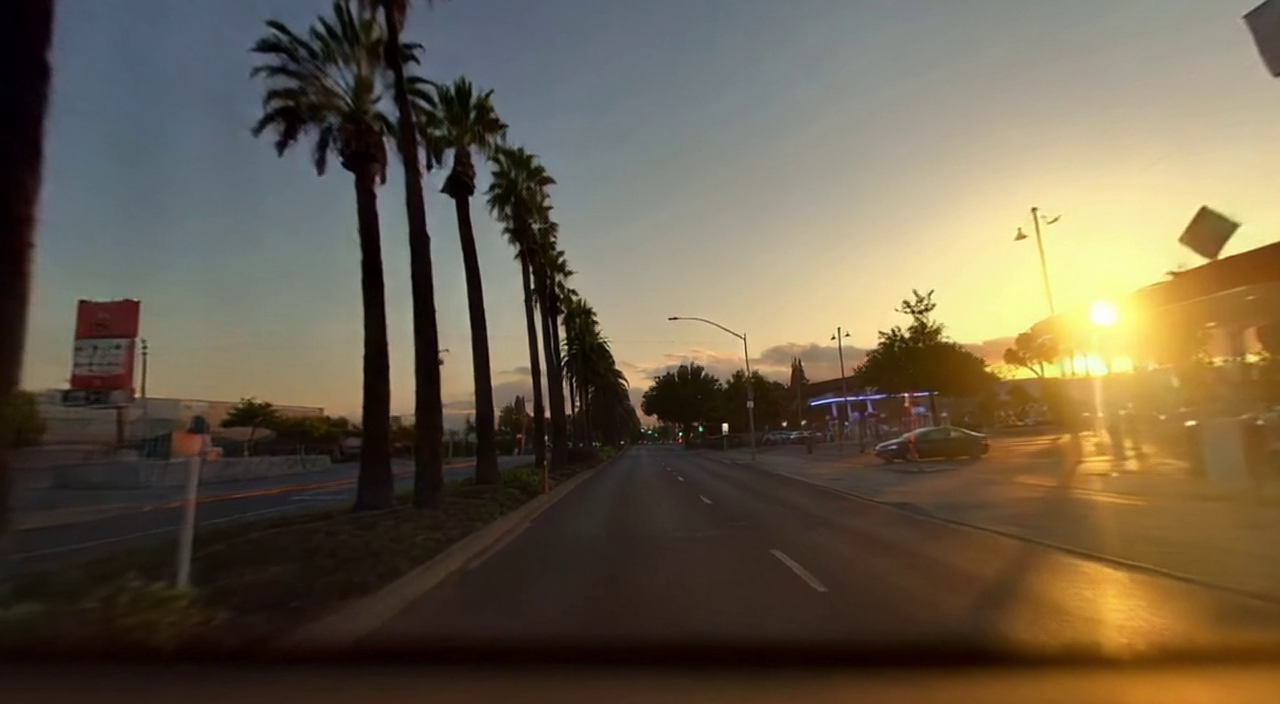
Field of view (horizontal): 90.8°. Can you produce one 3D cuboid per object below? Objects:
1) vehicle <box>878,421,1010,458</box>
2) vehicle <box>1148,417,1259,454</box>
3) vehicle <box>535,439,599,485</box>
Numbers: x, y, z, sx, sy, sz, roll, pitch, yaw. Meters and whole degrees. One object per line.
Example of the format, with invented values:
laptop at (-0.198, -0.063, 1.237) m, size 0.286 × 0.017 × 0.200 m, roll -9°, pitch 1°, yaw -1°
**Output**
vehicle at (14.463, 4.202, 30.296) m, size 5.317 × 1.700 × 1.901 m, roll 0°, pitch -9°, yaw 0°
vehicle at (27.284, 4.075, 30.666) m, size 3.685 × 1.459 × 1.685 m, roll 3°, pitch -12°, yaw 1°
vehicle at (-2.747, 4.028, 23.478) m, size 2.073 × 1.525 × 4.809 m, roll 1°, pitch -9°, yaw -8°
